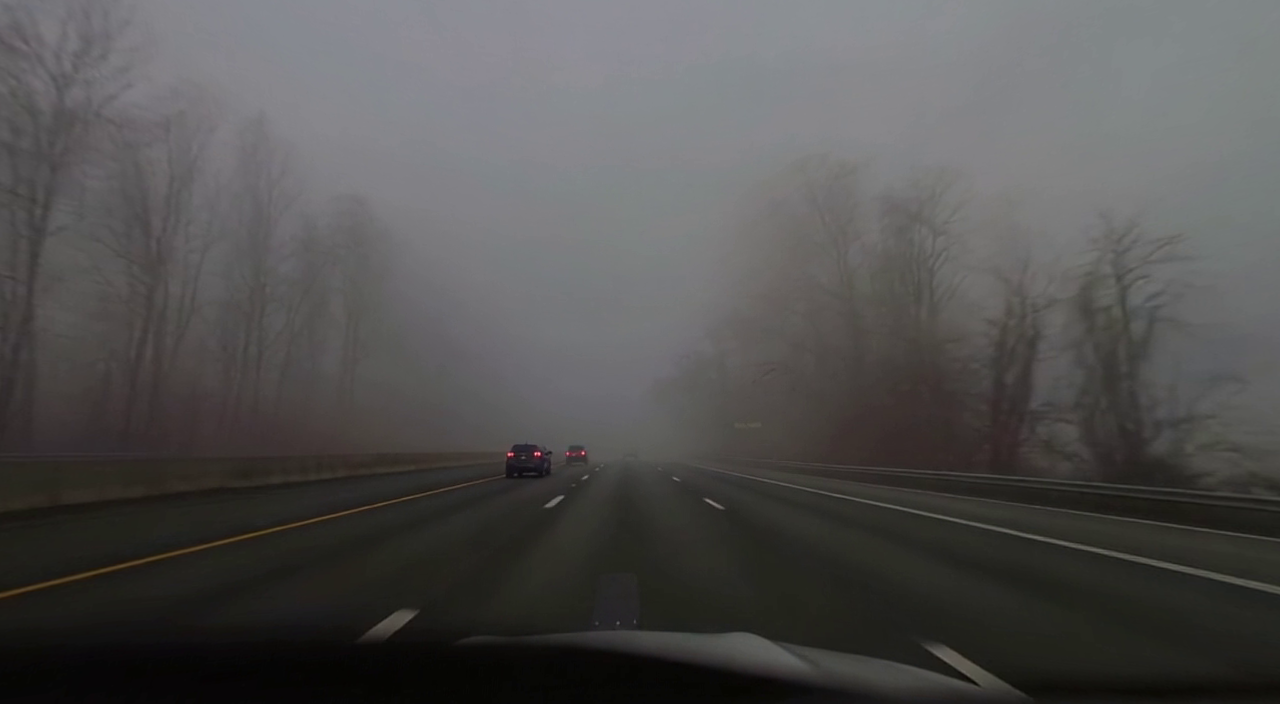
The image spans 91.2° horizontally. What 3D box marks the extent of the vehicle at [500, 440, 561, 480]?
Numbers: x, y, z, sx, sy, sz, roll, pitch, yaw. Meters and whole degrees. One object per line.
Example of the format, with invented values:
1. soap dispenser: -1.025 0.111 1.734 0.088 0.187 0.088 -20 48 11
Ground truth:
1. vehicle: -5.057 5.037 29.546 2.151 1.693 4.201 0 -9 -1
